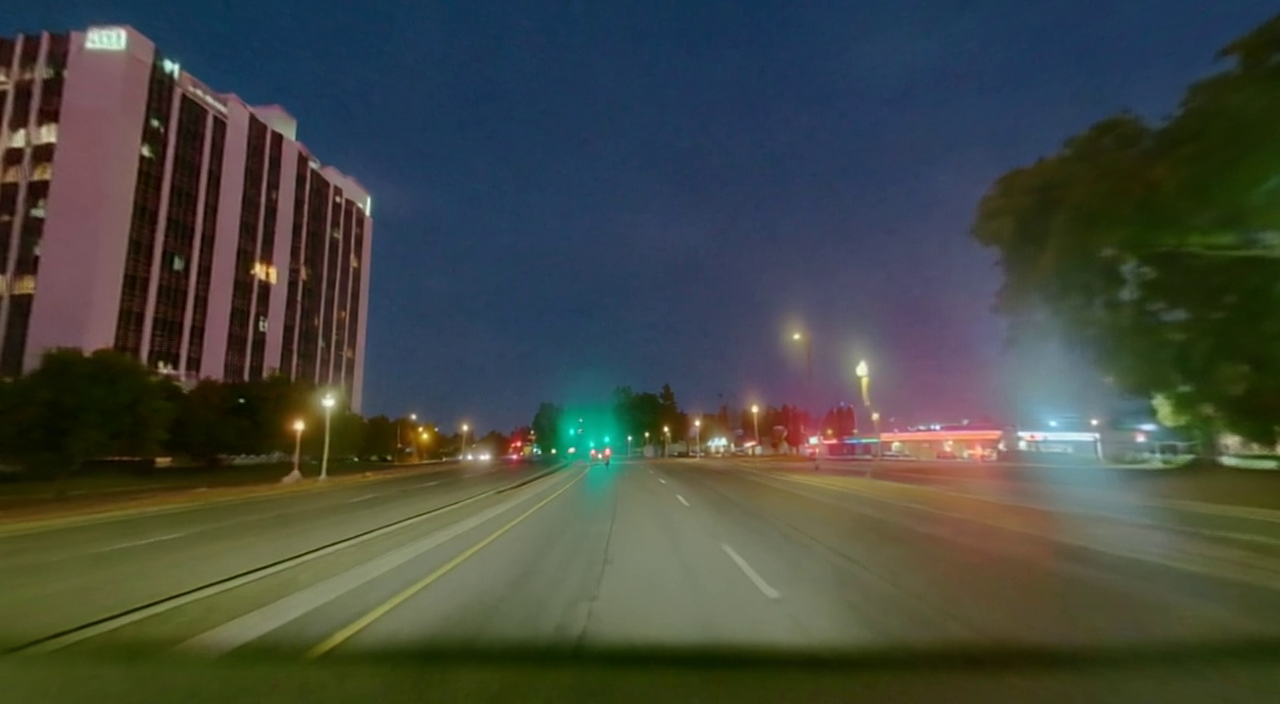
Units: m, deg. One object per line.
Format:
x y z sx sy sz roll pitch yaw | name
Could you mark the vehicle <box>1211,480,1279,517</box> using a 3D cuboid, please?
32.411 7.469 32.317 4.227 1.705 2.099 0 -8 2 | vehicle
